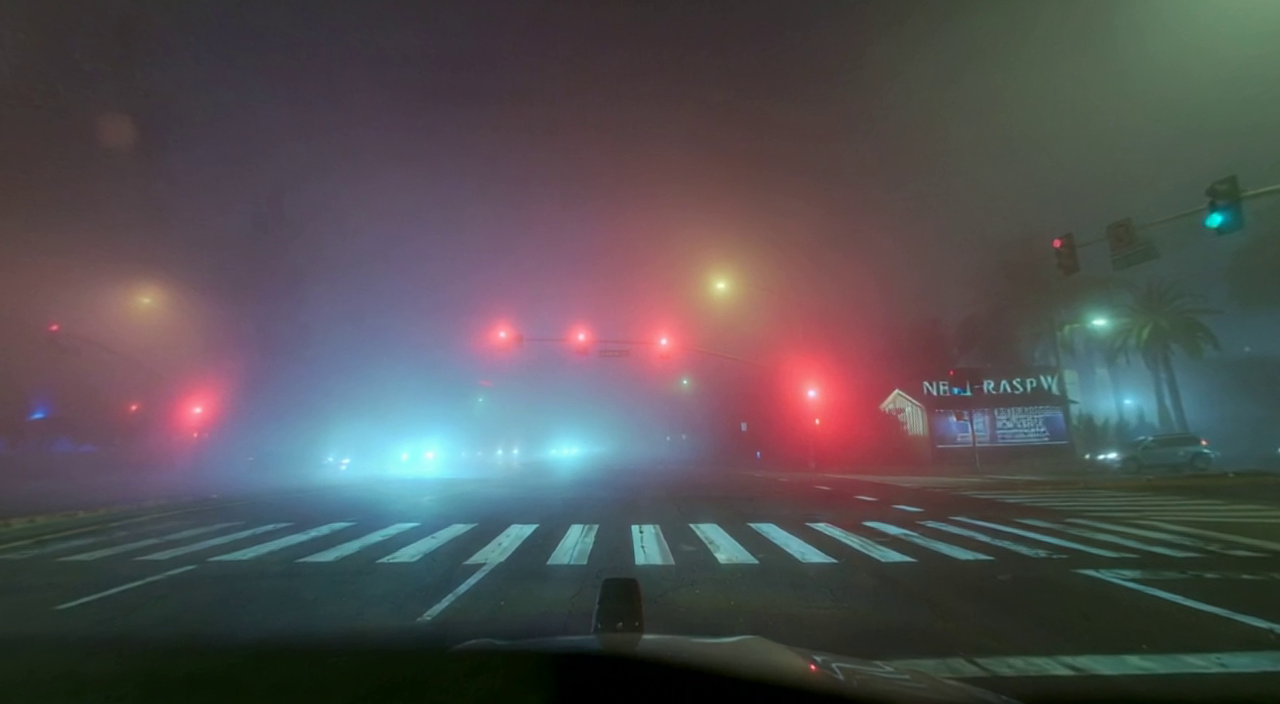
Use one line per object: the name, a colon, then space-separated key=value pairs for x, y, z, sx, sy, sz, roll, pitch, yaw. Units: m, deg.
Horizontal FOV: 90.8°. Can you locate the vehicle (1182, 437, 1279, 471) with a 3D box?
vehicle: x=27.407 y=4.599 z=28.488 sx=4.625 sy=1.451 sz=1.801 roll=1 pitch=-9 yaw=-9

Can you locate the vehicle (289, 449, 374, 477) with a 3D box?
vehicle: x=-17.444 y=6.304 z=36.066 sx=2.221 sy=1.449 sz=5.092 roll=0 pitch=-9 yaw=1

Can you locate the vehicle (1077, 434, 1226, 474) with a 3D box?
vehicle: x=22.243 y=4.446 z=27.640 sx=4.533 sy=1.676 sz=2.236 roll=0 pitch=-9 yaw=-1

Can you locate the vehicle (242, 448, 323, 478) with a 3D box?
vehicle: x=-21.096 y=6.541 z=37.577 sx=2.107 sy=1.642 sz=4.561 roll=0 pitch=-9 yaw=1

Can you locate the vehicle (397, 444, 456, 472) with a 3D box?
vehicle: x=-13.726 y=6.839 z=40.948 sx=2.074 sy=1.671 sz=4.755 roll=0 pitch=-9 yaw=1

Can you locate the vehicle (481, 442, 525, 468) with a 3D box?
vehicle: x=-9.688 y=7.312 z=45.016 sx=2.074 sy=1.681 sz=4.417 roll=0 pitch=-9 yaw=1
